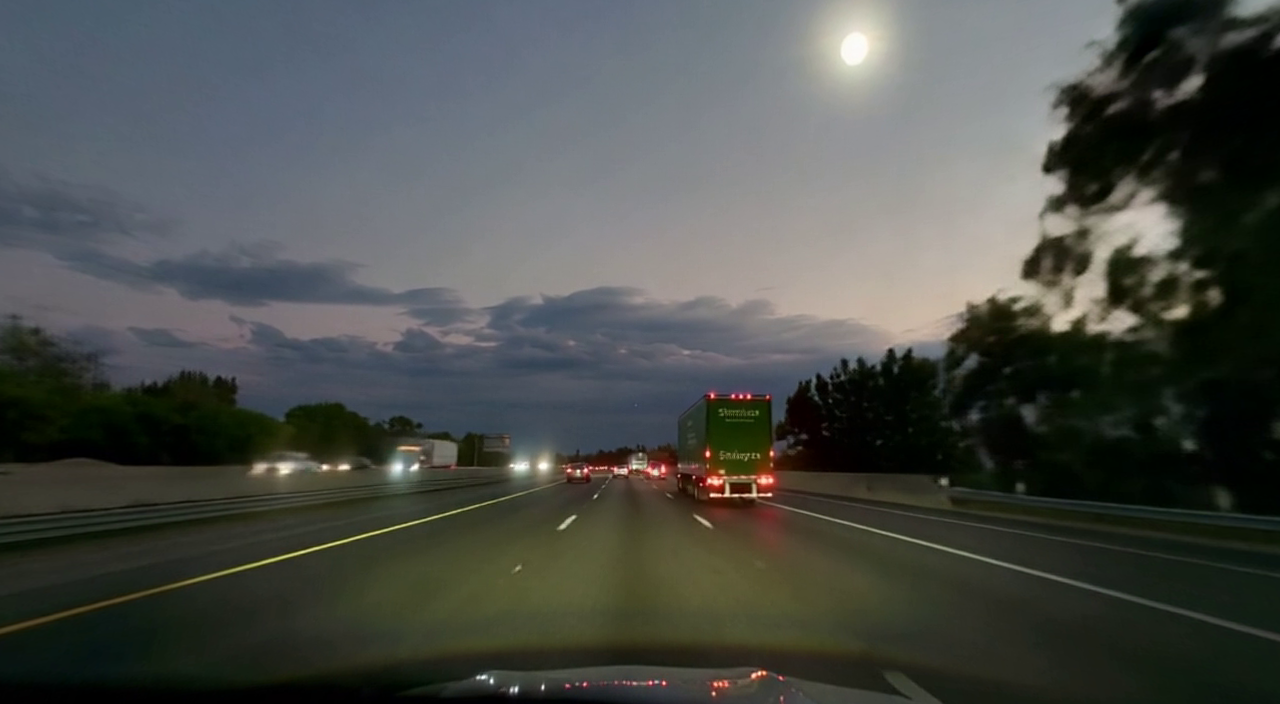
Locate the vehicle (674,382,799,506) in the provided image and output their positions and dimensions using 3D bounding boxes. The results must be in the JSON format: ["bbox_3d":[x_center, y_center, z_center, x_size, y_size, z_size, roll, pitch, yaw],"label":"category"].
[{"bbox_3d":[3.776,4.476,29.190,2.992,4.300,13.967,1,-10,-2],"label":"vehicle"}]

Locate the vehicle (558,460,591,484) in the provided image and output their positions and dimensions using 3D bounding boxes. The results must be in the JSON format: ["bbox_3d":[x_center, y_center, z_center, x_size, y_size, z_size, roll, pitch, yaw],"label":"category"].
[{"bbox_3d":[-4.961,9.106,48.027,2.155,1.667,4.615,1,-10,-2],"label":"vehicle"}]

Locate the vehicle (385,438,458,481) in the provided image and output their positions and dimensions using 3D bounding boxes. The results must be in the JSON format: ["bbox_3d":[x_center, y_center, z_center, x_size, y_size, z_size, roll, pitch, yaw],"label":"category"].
[{"bbox_3d":[-13.549,6.808,39.604,2.371,2.442,6.351,1,-10,-2],"label":"vehicle"}]
